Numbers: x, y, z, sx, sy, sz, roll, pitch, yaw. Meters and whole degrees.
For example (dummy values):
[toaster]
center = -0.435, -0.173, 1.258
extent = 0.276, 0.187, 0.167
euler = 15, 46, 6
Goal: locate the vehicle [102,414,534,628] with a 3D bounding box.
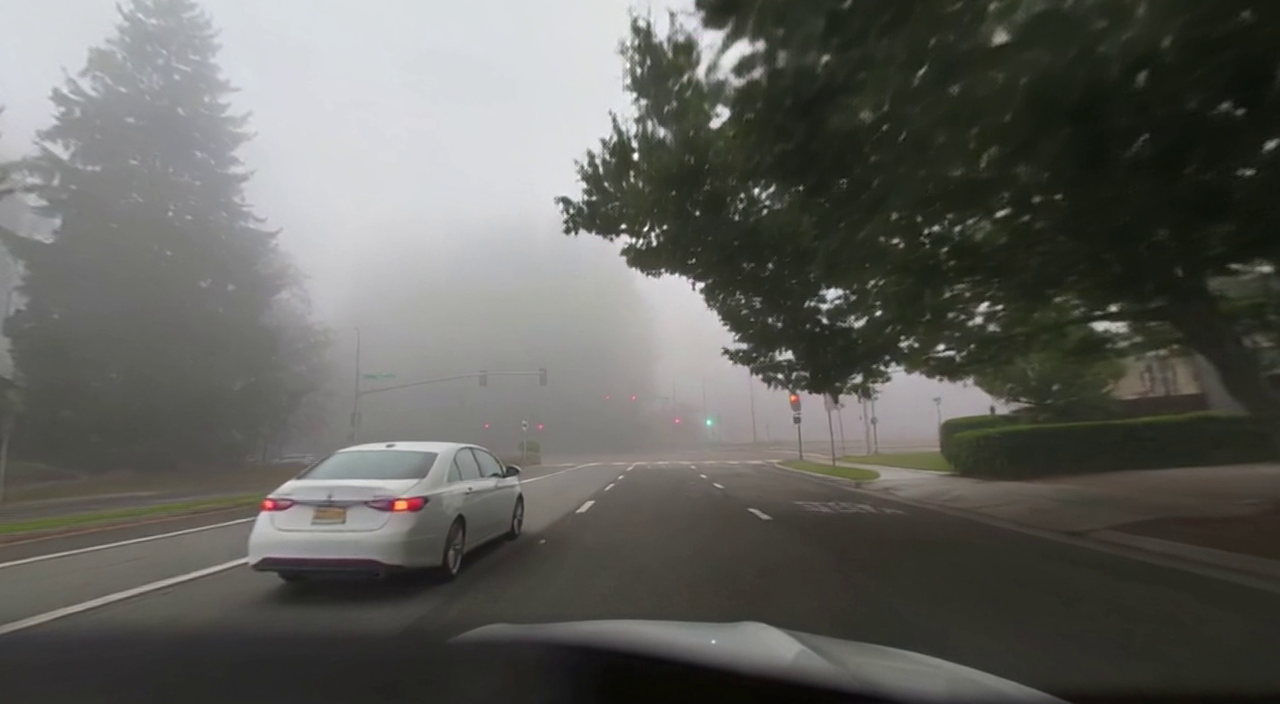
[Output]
[vehicle]
center = -2.855, 1.622, 7.216
extent = 2.139, 1.564, 4.901
euler = -1, -8, 4
